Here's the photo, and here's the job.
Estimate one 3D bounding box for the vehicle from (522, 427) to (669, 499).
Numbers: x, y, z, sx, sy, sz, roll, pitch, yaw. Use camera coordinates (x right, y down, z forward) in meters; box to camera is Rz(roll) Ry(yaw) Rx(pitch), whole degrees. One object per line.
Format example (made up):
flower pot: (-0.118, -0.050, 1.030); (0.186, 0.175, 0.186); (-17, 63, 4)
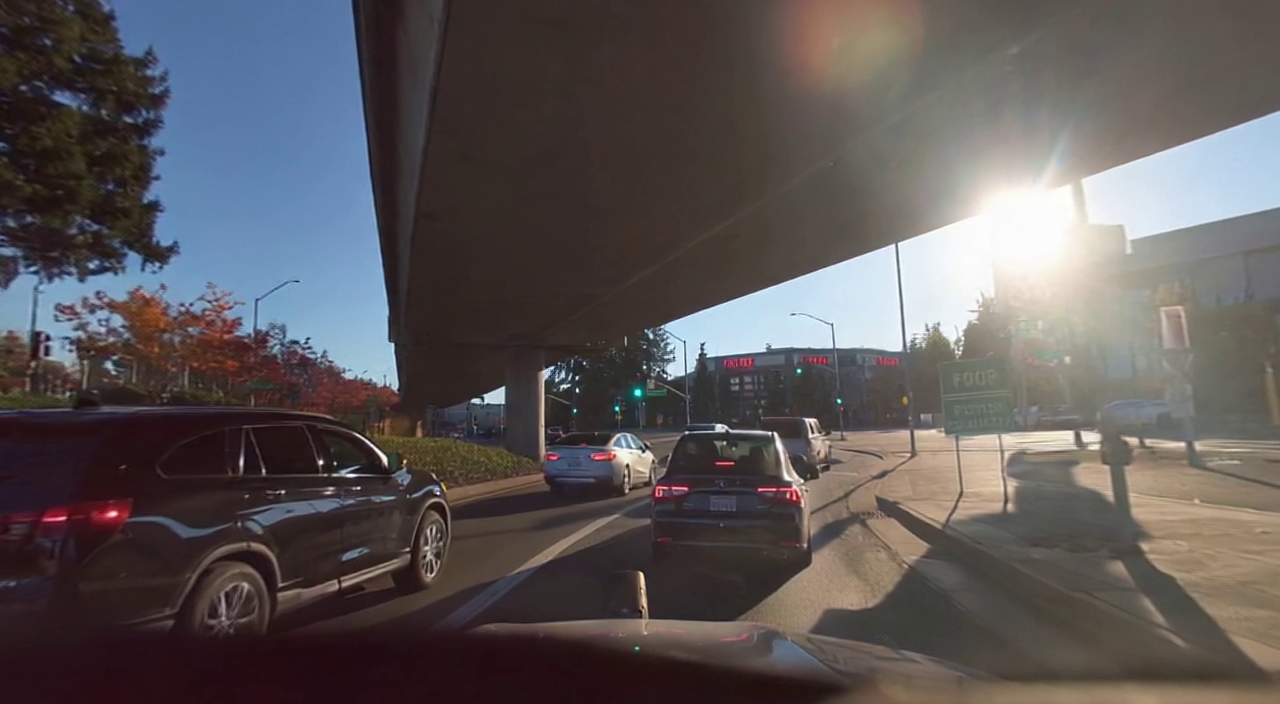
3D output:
vehicle: (-0.906, 2.758, 16.099); (2.214, 1.519, 4.704); (-3, -9, 17)

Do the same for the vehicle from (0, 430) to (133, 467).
vehicle: (-33.110, 5.549, 36.315); (5.457, 2.021, 2.213); (2, -9, -14)

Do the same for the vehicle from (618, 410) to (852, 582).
vehicle: (1.260, 1.670, 8.204); (2.195, 1.571, 4.353); (-2, -9, 10)
